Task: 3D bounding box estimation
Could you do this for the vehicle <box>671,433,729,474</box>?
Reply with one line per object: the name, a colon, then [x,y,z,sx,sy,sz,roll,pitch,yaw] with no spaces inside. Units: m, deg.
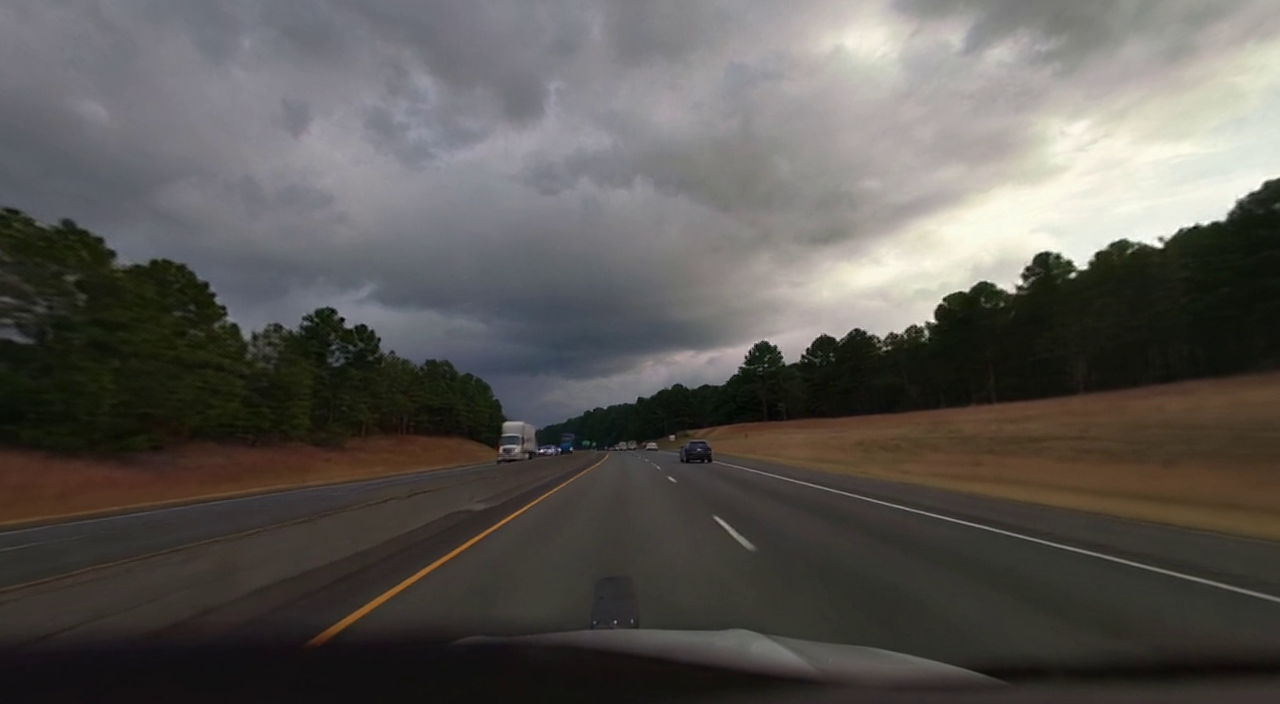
vehicle: [2.662,4.619,28.876,2.043,1.673,4.016,0,-8,-3]
